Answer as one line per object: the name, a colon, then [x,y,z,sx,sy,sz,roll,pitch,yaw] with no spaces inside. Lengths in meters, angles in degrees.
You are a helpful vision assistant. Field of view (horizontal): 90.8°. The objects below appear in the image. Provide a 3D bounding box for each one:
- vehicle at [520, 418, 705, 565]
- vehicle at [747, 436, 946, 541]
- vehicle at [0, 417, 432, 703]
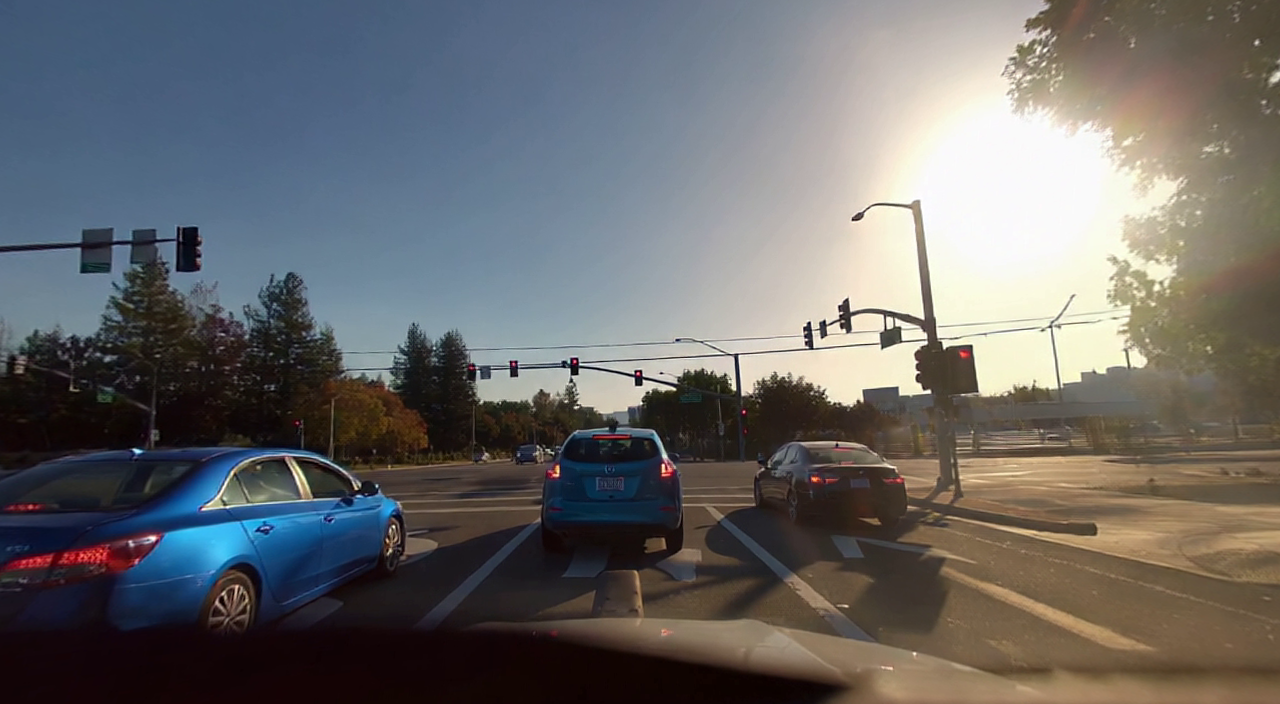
vehicle: [-0.339,1.829,8.967,2.038,1.599,3.844,0,-8,-1]
vehicle: [3.291,2.258,11.170,1.970,1.449,4.433,0,-8,-1]
vehicle: [-3.573,1.398,5.419,2.052,1.472,4.479,0,-8,0]
